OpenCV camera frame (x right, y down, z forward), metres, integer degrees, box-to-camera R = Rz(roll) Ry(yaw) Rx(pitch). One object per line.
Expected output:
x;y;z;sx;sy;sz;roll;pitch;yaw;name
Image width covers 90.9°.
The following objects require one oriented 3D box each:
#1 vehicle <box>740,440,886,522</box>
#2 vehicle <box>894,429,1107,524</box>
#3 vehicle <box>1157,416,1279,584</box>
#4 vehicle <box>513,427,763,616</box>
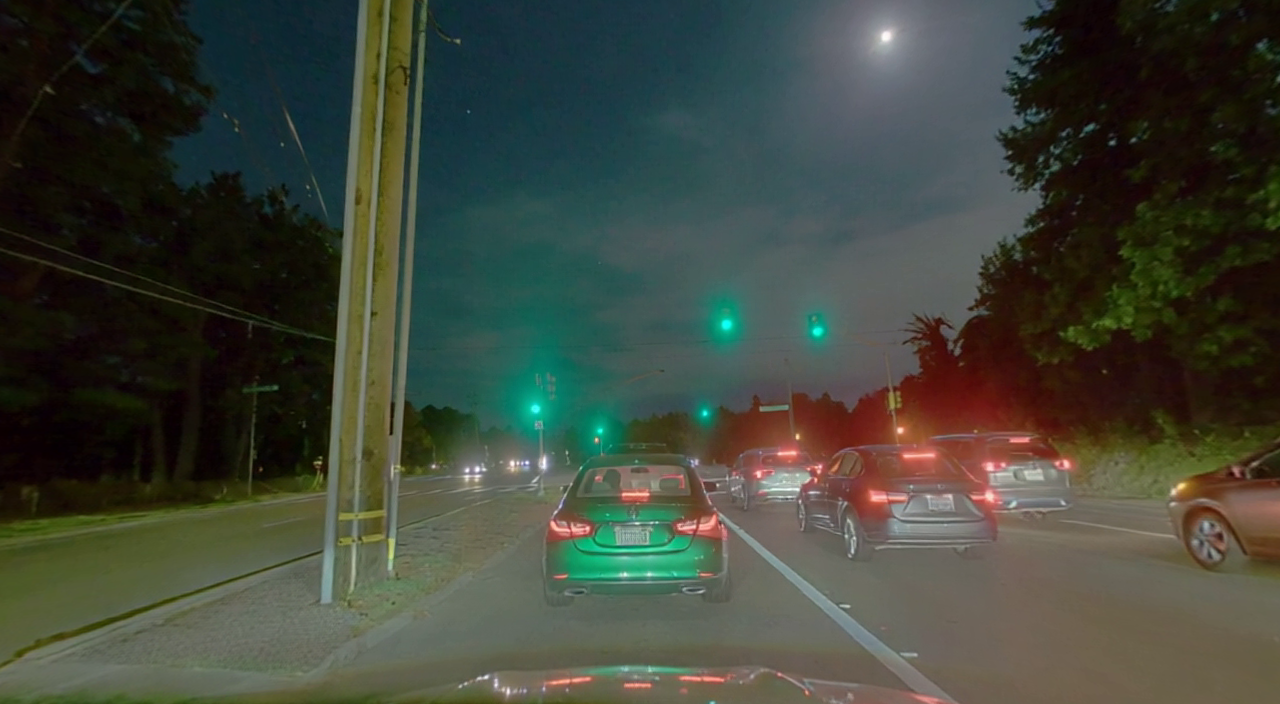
3.525;2.720;13.820;1.934;1.494;4.446;0;-9;0;vehicle
7.020;2.463;12.901;1.923;1.611;4.094;0;-9;0;vehicle
6.939;1.336;5.568;1.783;1.572;3.421;0;-9;1;vehicle
0.008;1.678;7.102;2.015;1.502;3.898;0;-9;1;vehicle
